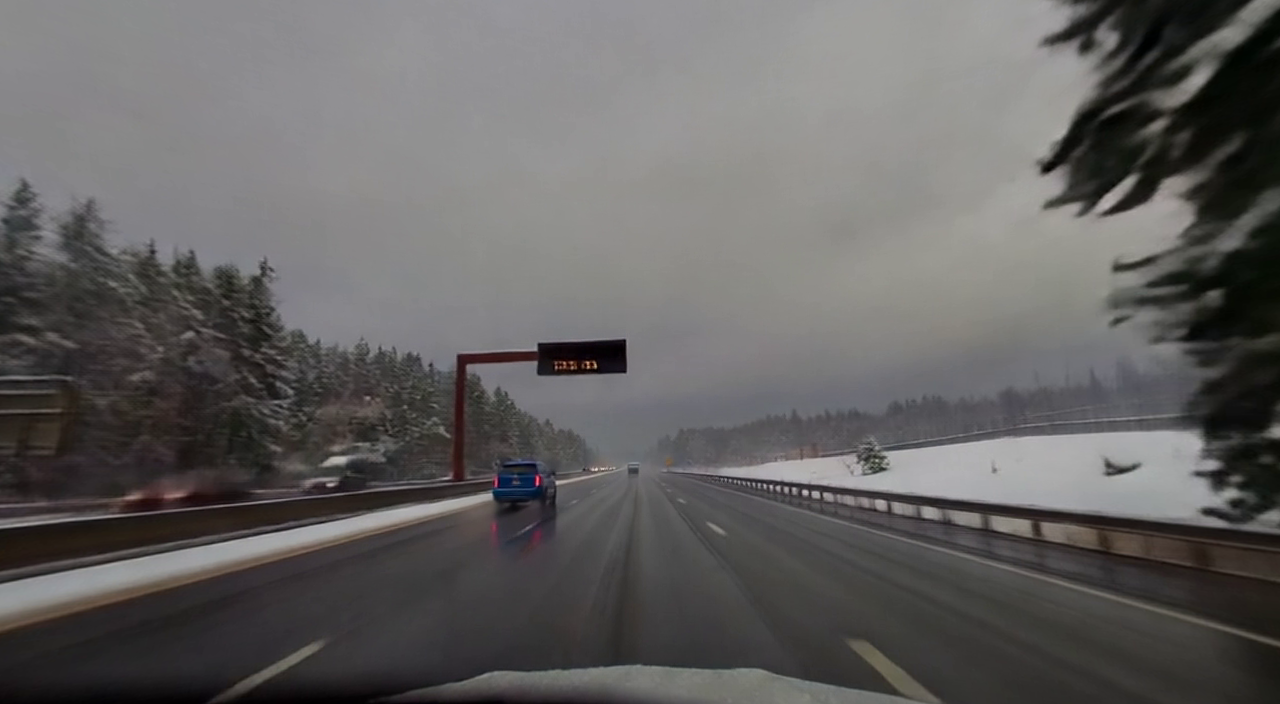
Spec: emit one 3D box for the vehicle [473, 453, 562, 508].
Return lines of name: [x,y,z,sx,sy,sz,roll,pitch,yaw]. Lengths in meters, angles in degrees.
vehicle: [-3.890,4.199,20.817,2.081,1.586,4.245,0,-10,0]

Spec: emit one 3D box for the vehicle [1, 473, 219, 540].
vehicle: [-13.474,3.926,16.496,1.827,1.436,4.554,1,-10,-2]

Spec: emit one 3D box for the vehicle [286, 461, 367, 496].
vehicle: [-17.788,7.195,36.098,2.060,1.831,5.034,1,-10,-1]
